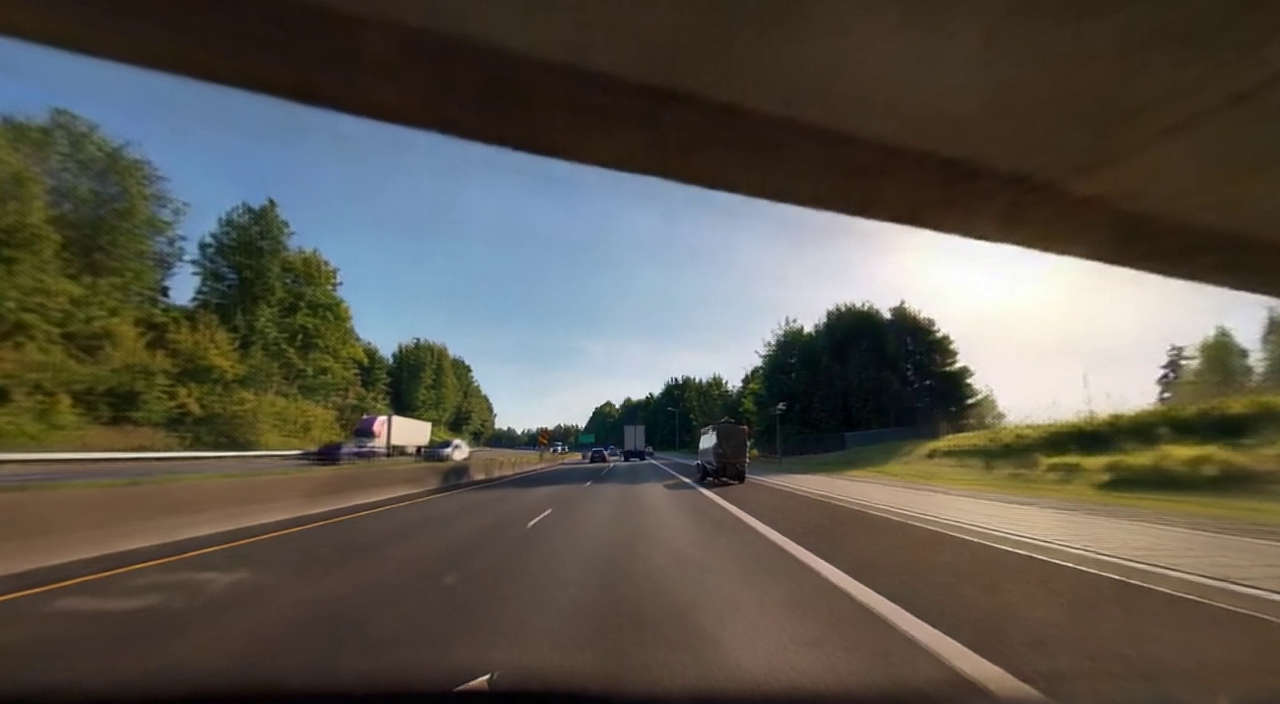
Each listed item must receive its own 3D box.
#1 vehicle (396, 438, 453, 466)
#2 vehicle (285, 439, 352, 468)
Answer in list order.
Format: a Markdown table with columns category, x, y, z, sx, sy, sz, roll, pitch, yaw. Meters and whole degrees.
| category | x | y | z | sx | sy | sz | roll | pitch | yaw |
| --- | --- | --- | --- | --- | --- | --- | --- | --- | --- |
| vehicle | -12.059 | 5.619 | 35.455 | 1.757 | 1.476 | 3.783 | 0 | -9 | 1 |
| vehicle | -15.790 | 5.002 | 31.105 | 1.515 | 1.370 | 3.291 | 0 | -9 | 1 |
